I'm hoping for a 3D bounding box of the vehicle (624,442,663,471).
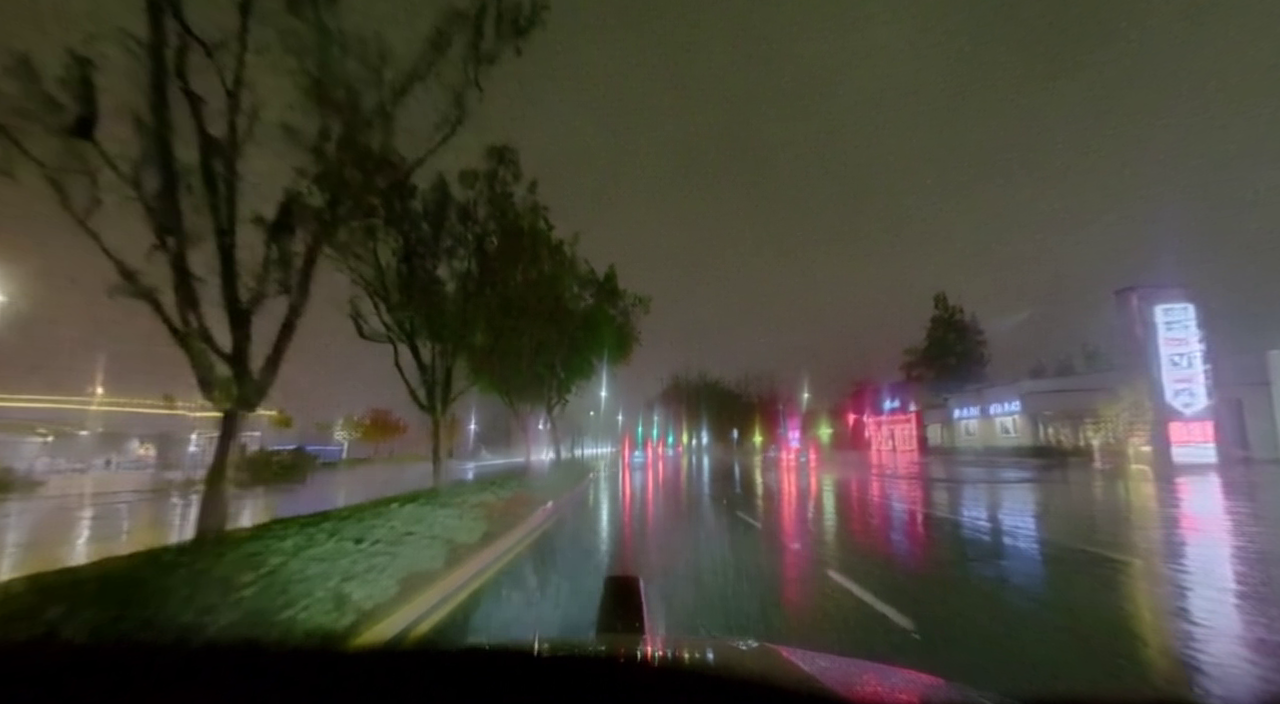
[{"bbox_3d":[0.125,5.592,33.875,1.998,1.452,3.773,0,-9,-2],"label":"vehicle"}]
